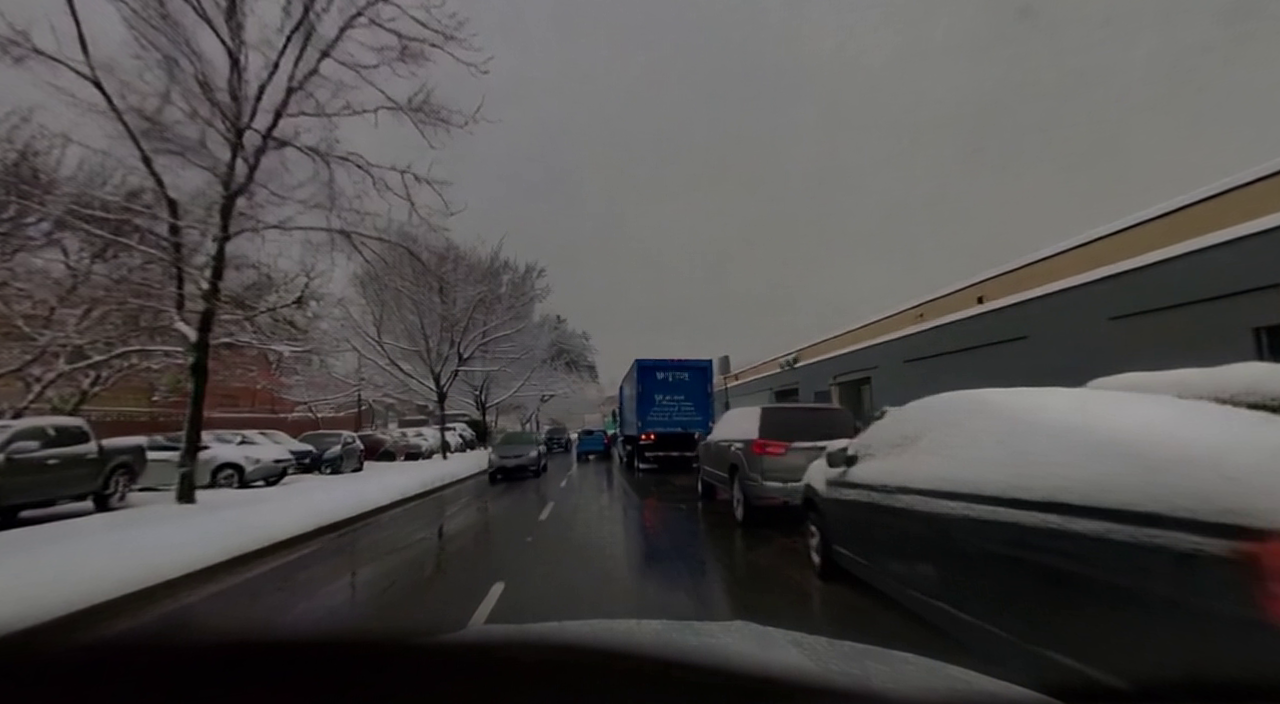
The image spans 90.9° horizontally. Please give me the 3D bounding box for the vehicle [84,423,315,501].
[{"bbox_3d":[-9.325,2.328,13.640,3.569,1.520,1.797,0,-8,-6],"label":"vehicle"}]

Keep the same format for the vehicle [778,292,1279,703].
[{"bbox_3d":[2.353,0.900,3.200,1.900,1.644,4.448,0,-8,-6],"label":"vehicle"}]

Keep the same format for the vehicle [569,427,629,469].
[{"bbox_3d":[-1.563,3.721,24.743,2.160,1.498,3.909,0,-8,-3],"label":"vehicle"}]

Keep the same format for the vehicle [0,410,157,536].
[{"bbox_3d":[-9.943,1.791,9.713,1.996,1.719,4.382,2,-8,-10],"label":"vehicle"}]

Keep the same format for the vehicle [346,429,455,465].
[{"bbox_3d":[-10.183,4.045,27.056,4.015,1.461,1.903,1,-8,-7],"label":"vehicle"}]

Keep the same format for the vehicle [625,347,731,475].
[{"bbox_3d":[1.058,2.839,27.545,2.865,4.113,14.471,0,-8,-3],"label":"vehicle"}]

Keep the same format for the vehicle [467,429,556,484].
[{"bbox_3d":[-3.747,3.101,19.103,1.989,1.481,4.008,0,-8,-2],"label":"vehicle"}]
